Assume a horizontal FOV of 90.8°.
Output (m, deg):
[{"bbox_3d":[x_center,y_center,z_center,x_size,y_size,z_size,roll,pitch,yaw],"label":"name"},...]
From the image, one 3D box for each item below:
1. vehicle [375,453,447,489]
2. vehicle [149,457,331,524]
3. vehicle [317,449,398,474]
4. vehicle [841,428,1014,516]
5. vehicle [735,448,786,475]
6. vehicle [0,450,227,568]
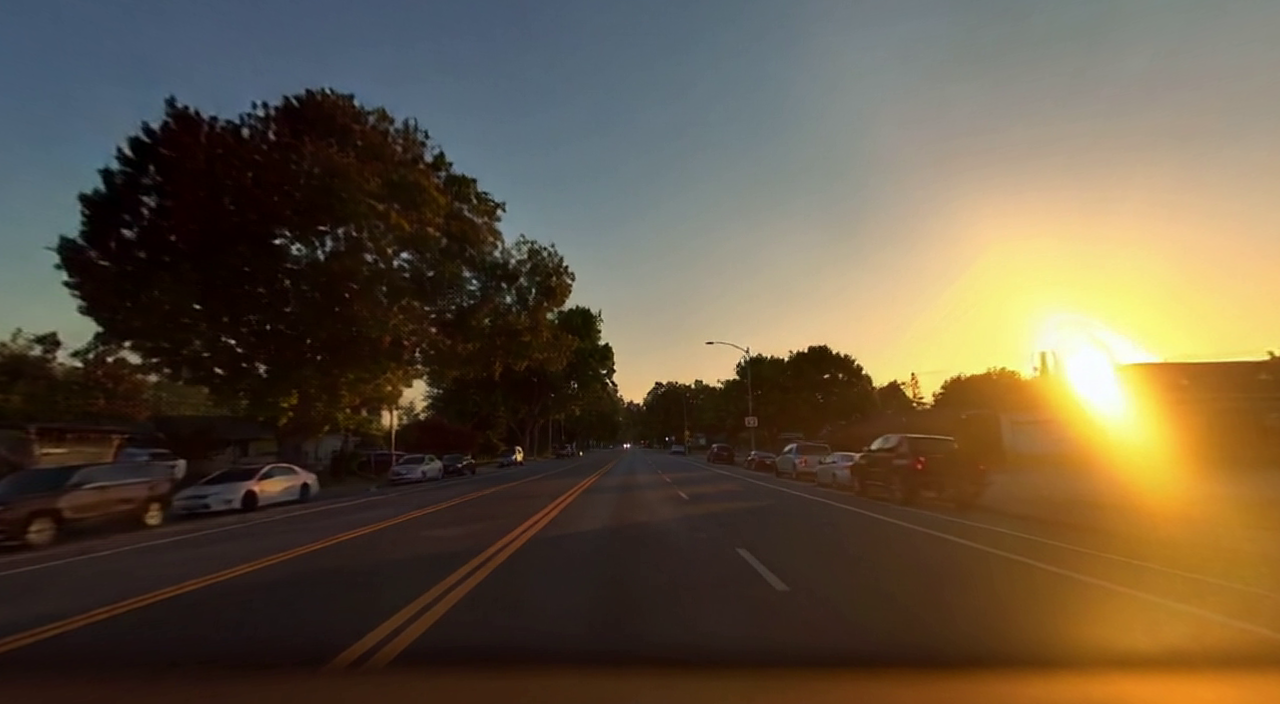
[{"bbox_3d":[-10.872,5.655,30.339,1.840,1.526,4.214,-1,-9,1],"label":"vehicle"},{"bbox_3d":[-10.857,3.752,17.707,2.007,1.528,4.710,-2,-9,0],"label":"vehicle"},{"bbox_3d":[-19.205,7.485,43.075,4.664,1.524,1.891,-2,-10,1],"label":"vehicle"},{"bbox_3d":[7.150,3.015,16.453,2.103,1.912,4.892,0,-9,-1],"label":"vehicle"},{"bbox_3d":[7.072,6.455,37.670,1.982,1.479,4.687,0,-9,-2],"label":"vehicle"},{"bbox_3d":[-10.807,2.782,12.050,2.050,1.769,5.585,0,-9,0],"label":"vehicle"}]
